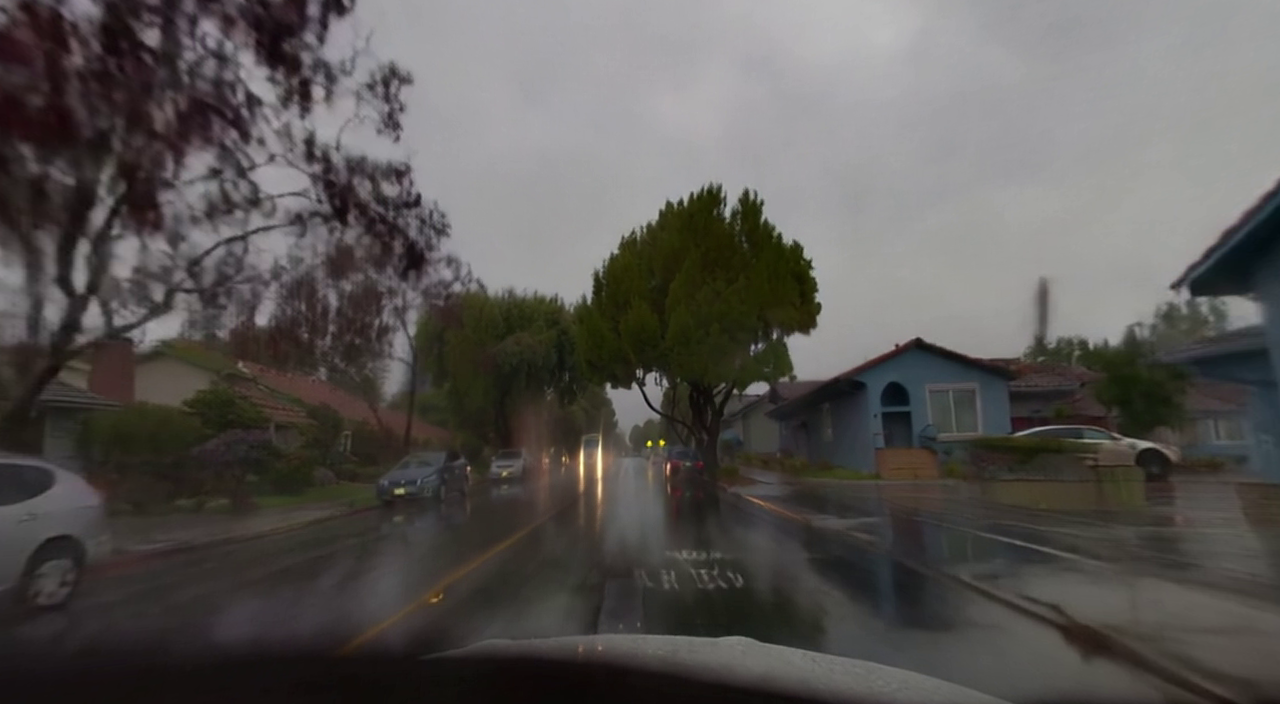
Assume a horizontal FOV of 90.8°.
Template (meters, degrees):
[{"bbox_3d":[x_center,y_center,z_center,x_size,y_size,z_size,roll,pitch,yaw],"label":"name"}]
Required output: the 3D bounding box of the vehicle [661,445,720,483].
[{"bbox_3d":[2.123,4.868,27.789,1.996,1.516,4.122,0,-8,-4],"label":"vehicle"}]

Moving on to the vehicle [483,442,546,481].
[{"bbox_3d":[-6.579,5.779,33.855,2.265,1.876,5.371,0,-8,0],"label":"vehicle"}]

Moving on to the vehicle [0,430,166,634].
[{"bbox_3d":[-6.296,1.435,4.841,2.031,1.662,4.194,0,-8,0],"label":"vehicle"}]

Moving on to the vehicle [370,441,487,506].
[{"bbox_3d":[-6.208,3.584,19.146,2.033,1.721,4.328,0,-8,0],"label":"vehicle"}]

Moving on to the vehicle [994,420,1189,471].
[{"bbox_3d":[13.632,2.864,19.398,4.370,1.433,1.889,-2,-8,13],"label":"vehicle"}]
